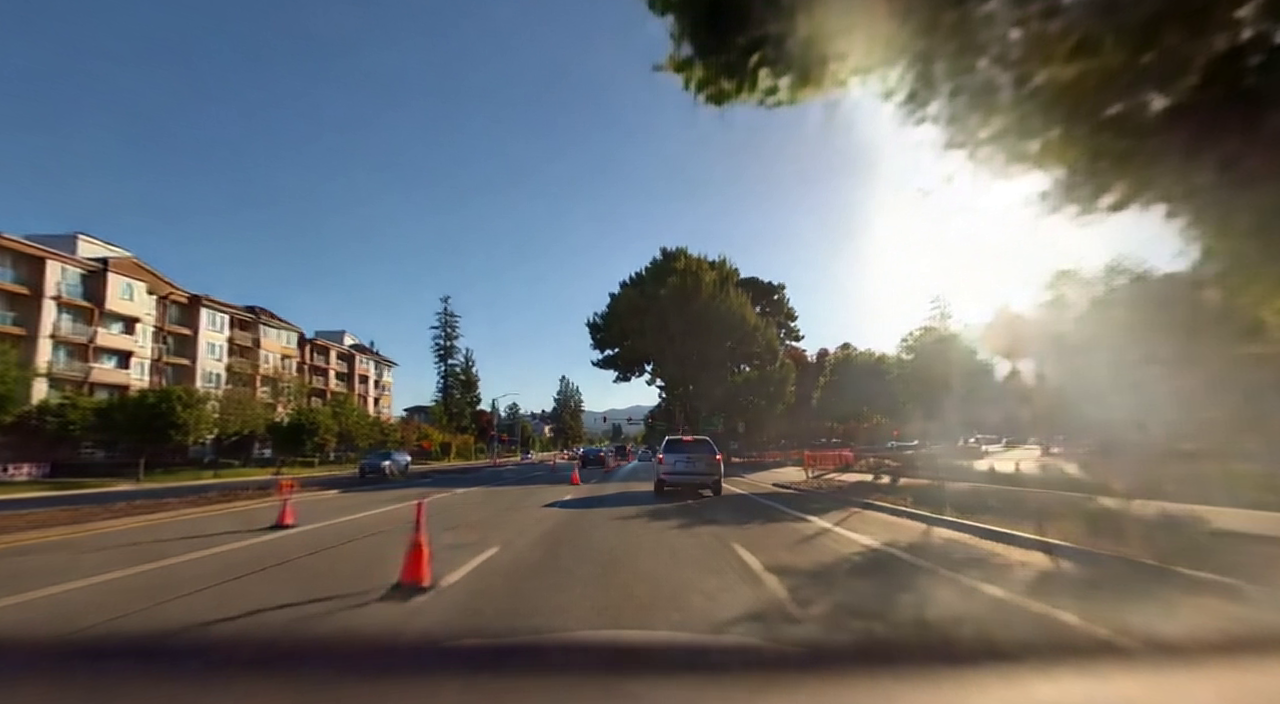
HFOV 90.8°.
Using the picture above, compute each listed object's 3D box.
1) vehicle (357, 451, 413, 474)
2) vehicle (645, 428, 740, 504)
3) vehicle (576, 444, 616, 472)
[{"bbox_3d":[-17.745,7.690,44.198,1.883,1.494,4.795,0,-9,1],"label":"vehicle"},{"bbox_3d":[1.308,3.109,17.694,2.197,1.835,4.316,0,-8,-1],"label":"vehicle"},{"bbox_3d":[-2.667,6.599,39.514,2.121,1.654,3.993,0,-8,1],"label":"vehicle"}]
